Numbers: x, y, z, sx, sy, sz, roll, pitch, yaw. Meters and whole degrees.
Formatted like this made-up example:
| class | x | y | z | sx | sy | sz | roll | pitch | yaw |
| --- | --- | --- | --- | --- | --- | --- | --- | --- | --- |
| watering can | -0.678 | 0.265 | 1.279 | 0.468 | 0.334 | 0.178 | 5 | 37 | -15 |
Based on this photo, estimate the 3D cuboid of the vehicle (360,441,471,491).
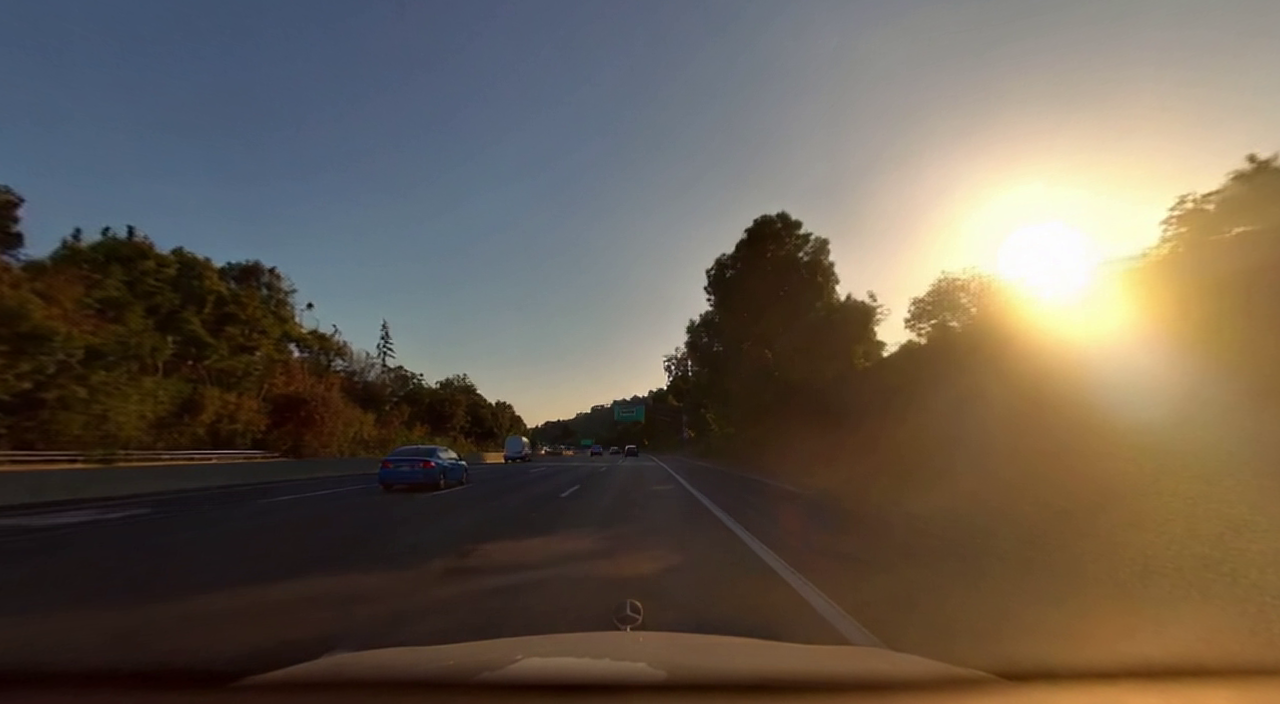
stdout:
| class | x | y | z | sx | sy | sz | roll | pitch | yaw |
| --- | --- | --- | --- | --- | --- | --- | --- | --- | --- |
| vehicle | -7.397 | 3.778 | 21.380 | 1.981 | 1.486 | 4.735 | 0 | -8 | 1 |
